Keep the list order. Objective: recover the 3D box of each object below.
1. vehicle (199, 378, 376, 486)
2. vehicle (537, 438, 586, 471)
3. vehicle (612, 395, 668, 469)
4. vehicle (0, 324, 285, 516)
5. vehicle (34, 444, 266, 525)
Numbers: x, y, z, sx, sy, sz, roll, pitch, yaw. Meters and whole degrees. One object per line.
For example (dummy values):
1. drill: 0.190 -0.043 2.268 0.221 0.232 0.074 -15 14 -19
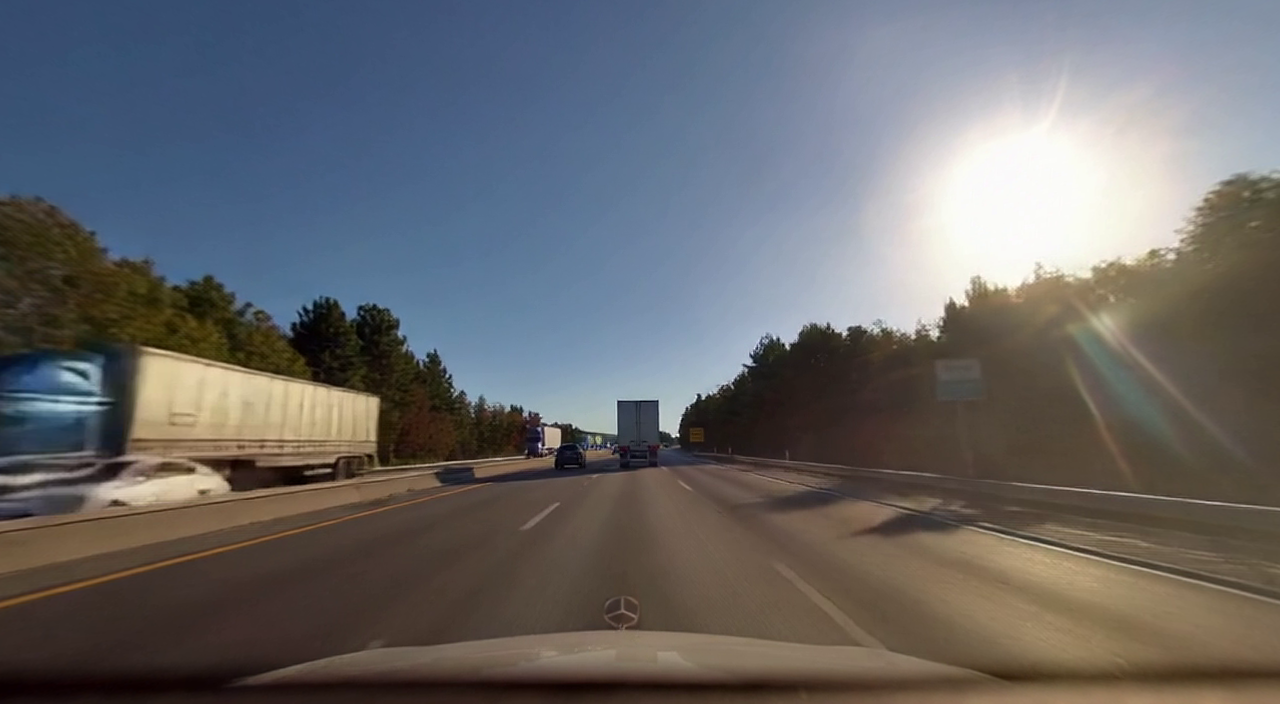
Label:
1. vehicle: -15.033 3.626 27.837 2.883 4.057 8.315 0 -9 0
2. vehicle: -4.183 5.547 33.930 2.112 1.645 4.129 0 -9 0
3. vehicle: -0.057 5.242 40.273 3.100 4.091 10.664 0 -9 0
4. vehicle: -15.071 2.204 18.455 3.032 4.087 10.407 0 -9 0
5. vehicle: -10.392 2.796 13.766 1.880 1.491 3.942 0 -9 0
